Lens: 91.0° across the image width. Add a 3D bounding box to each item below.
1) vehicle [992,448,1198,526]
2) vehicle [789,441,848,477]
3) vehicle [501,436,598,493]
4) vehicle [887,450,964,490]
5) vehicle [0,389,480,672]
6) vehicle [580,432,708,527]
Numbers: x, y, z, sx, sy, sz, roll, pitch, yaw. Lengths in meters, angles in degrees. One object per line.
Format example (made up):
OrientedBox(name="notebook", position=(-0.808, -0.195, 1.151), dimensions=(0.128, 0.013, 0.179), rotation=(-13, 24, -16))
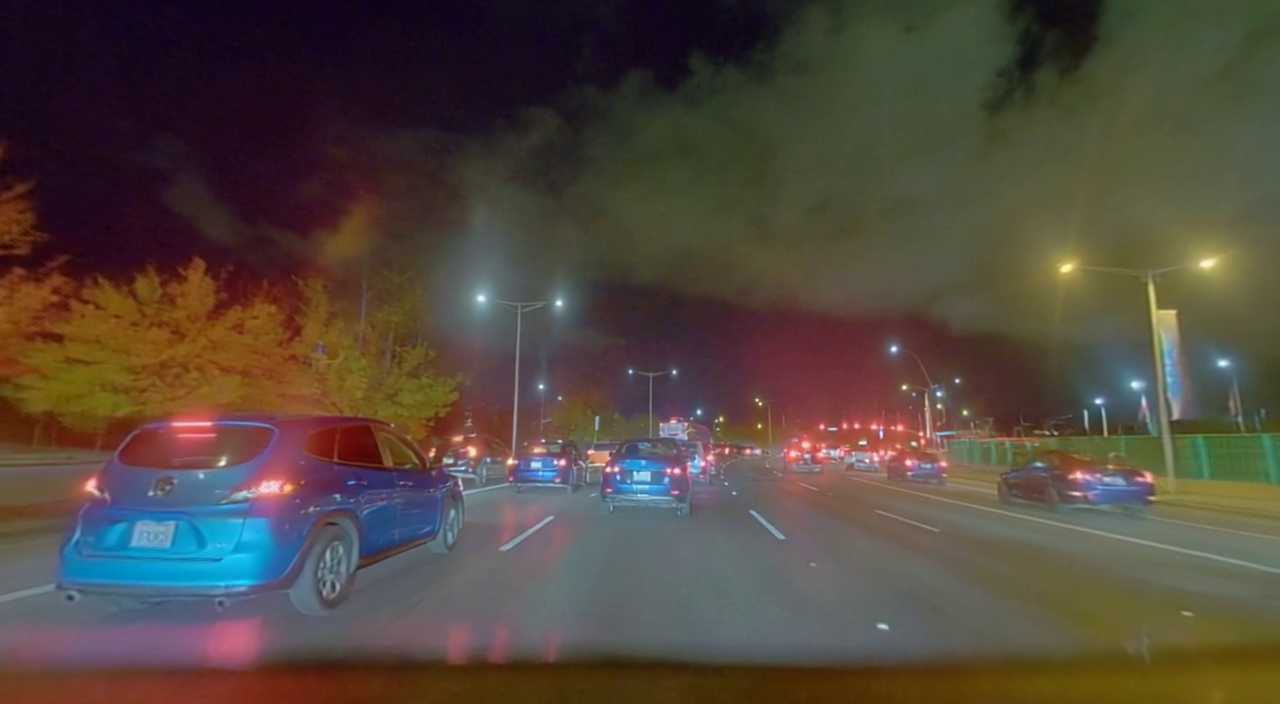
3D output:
OrientedBox(name="vehicle", position=(10.781, 3.157, 15.434), dimensions=(1.934, 1.585, 4.397), rotation=(0, -9, 3))
OrientedBox(name="vehicle", position=(8.341, 5.010, 29.797), dimensions=(1.944, 1.544, 4.301), rotation=(0, -9, 6))
OrientedBox(name="vehicle", position=(-2.669, 3.452, 19.727), dimensions=(1.974, 1.549, 4.603), rotation=(0, -9, 5))
OrientedBox(name="vehicle", position=(12.001, 4.947, 26.725), dimensions=(1.749, 1.481, 3.808), rotation=(0, -9, 5))
OrientedBox(name="vehicle", position=(-3.175, 1.365, 5.928), dimensions=(1.988, 1.635, 4.260), rotation=(0, -9, 3))
OrientedBox(name="vehicle", position=(0.227, 2.409, 12.455), dimensions=(2.090, 1.506, 4.276), rotation=(0, -9, 4))
